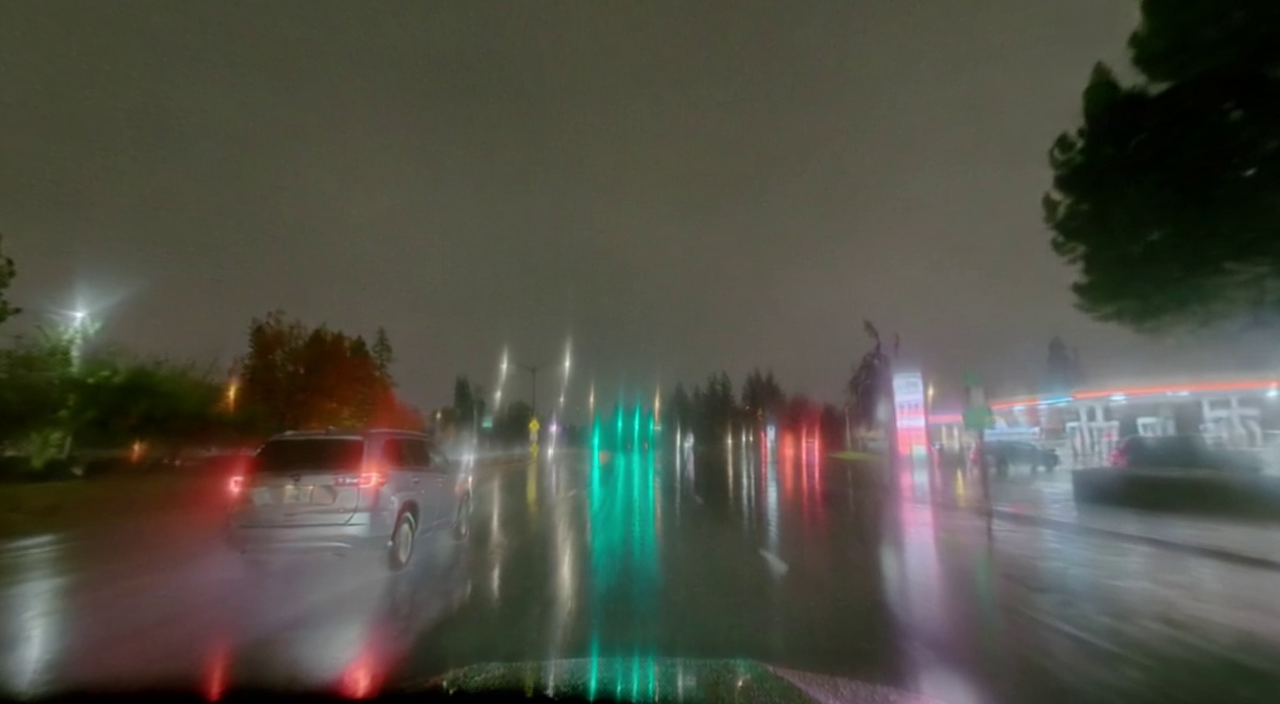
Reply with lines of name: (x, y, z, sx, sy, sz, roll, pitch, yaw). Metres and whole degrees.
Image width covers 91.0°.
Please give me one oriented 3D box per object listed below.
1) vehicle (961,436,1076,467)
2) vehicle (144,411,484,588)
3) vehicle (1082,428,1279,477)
vehicle: (18.458, 4.882, 30.836, 4.398, 1.457, 1.806, 0, -9, 1)
vehicle: (-3.676, 1.751, 8.375, 2.039, 1.656, 4.710, 0, -9, -1)
vehicle: (17.543, 3.268, 20.529, 4.671, 1.466, 1.937, 0, -9, 5)
